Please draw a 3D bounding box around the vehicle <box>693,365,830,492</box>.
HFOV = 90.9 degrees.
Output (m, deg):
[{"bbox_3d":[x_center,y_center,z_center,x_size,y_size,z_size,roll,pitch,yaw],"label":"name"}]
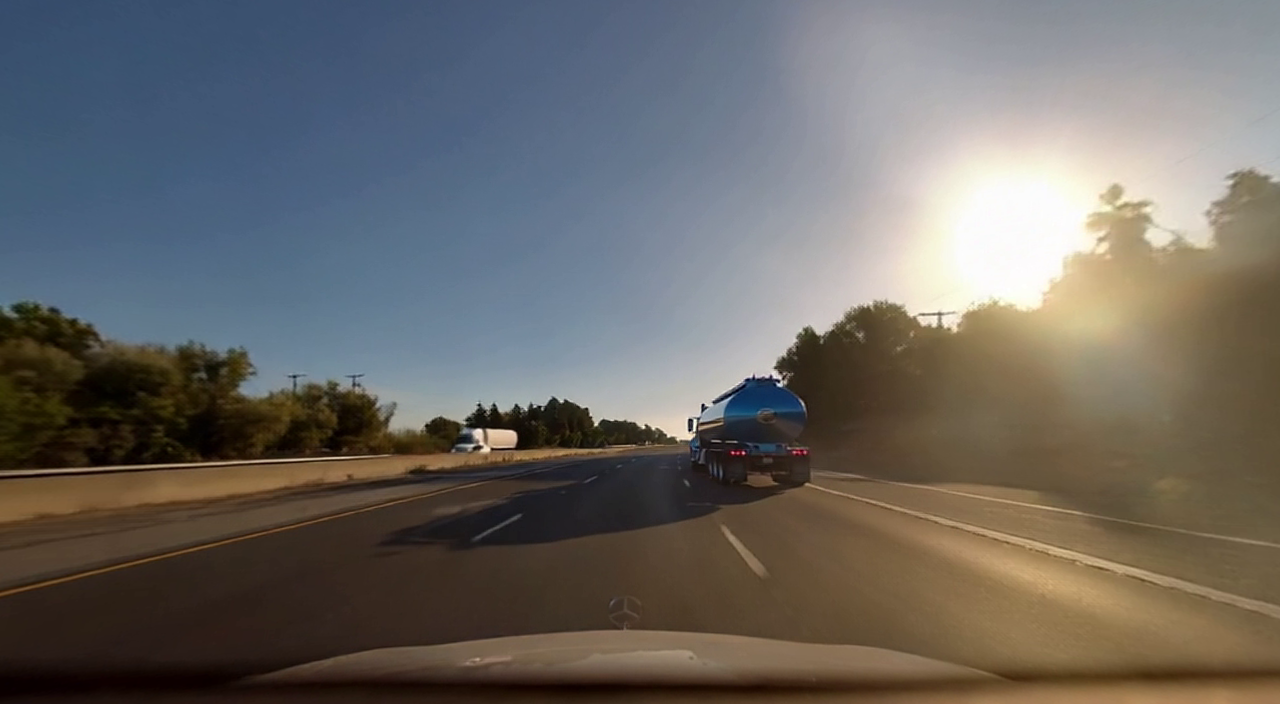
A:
[{"bbox_3d":[4.076,3.235,25.315,2.880,3.624,14.397,-1,-8,1],"label":"vehicle"}]
